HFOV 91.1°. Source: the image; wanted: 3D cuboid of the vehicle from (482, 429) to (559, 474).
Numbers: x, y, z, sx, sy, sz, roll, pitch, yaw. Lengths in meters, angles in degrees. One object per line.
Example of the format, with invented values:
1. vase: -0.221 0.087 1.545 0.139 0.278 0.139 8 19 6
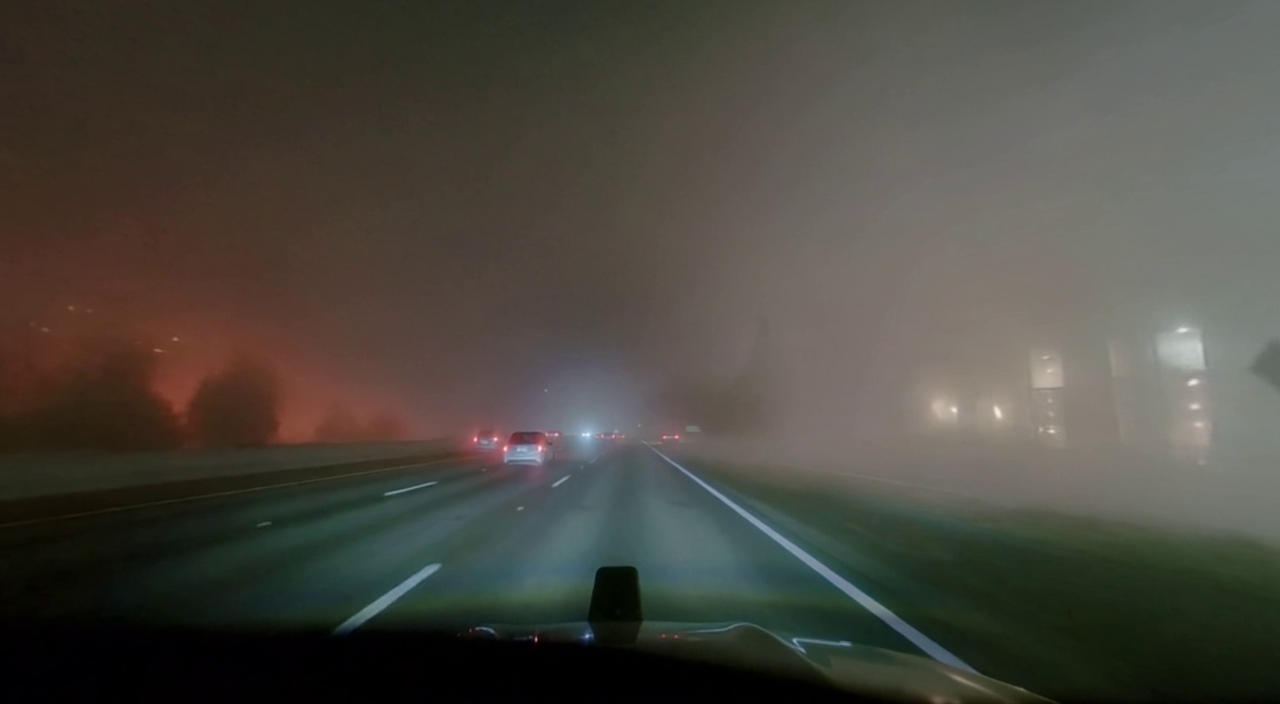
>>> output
1. vehicle: -4.296 3.648 23.425 1.996 1.490 4.571 0 -8 0
